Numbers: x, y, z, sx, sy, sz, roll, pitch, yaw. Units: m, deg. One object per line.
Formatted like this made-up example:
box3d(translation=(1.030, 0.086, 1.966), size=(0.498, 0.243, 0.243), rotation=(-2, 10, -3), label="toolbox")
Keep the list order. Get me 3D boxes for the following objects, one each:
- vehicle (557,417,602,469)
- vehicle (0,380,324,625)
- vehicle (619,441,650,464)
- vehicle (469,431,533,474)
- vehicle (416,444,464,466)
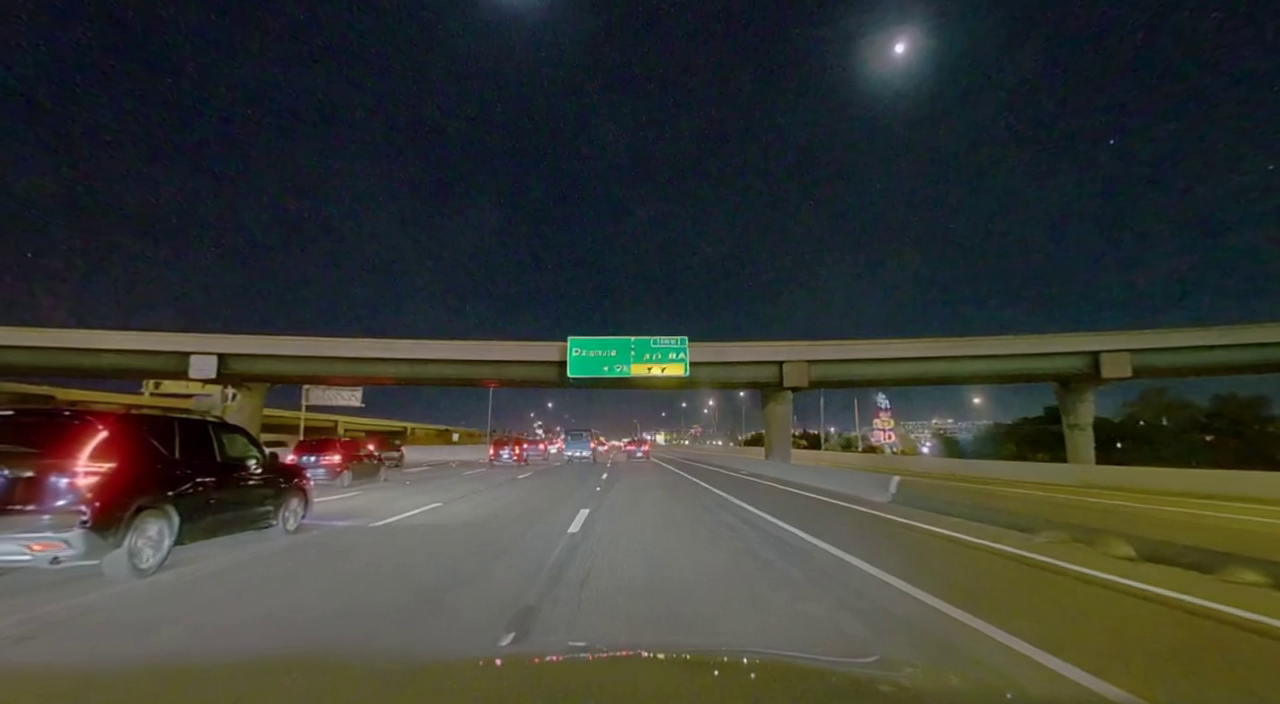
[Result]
box3d(translation=(-3.538, 5.498, 37.897), size=(2.301, 2.843, 6.458), rotation=(0, -8, -2), label="vehicle")
box3d(translation=(-6.014, 1.422, 6.706), size=(2.355, 1.805, 5.938), rotation=(0, -8, -2), label="vehicle")
box3d(translation=(-0.477, 7.257, 45.511), size=(2.079, 1.506, 4.488), rotation=(0, -8, -2), label="vehicle")
box3d(translation=(-6.796, 4.986, 31.309), size=(2.179, 1.948, 4.618), rotation=(0, -8, -1), label="vehicle")
box3d(translation=(-13.767, 7.098, 43.493), size=(1.899, 1.485, 4.368), rotation=(0, -8, -1), label="vehicle")
